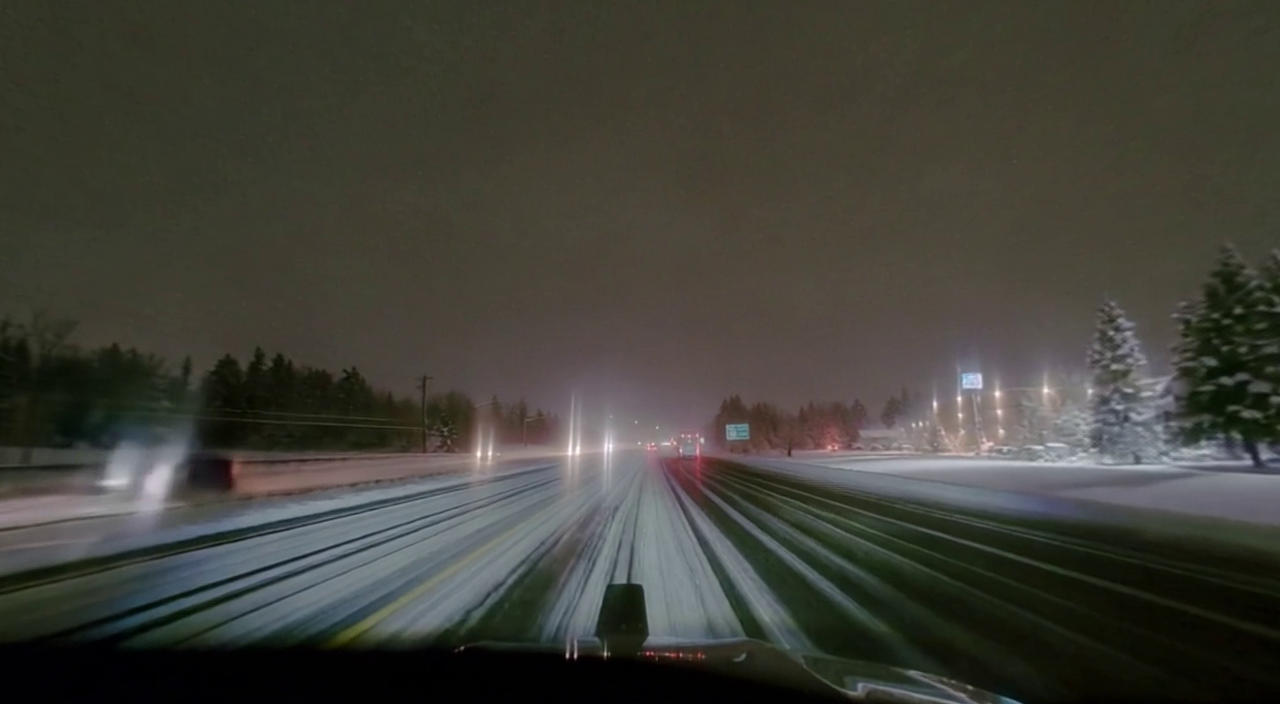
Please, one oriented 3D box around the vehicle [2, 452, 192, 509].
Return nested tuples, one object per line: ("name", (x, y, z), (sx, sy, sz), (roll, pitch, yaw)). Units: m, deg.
("vehicle", (-16.329, 3.844, 19.357), (1.807, 1.442, 4.421), (0, -8, 2))
